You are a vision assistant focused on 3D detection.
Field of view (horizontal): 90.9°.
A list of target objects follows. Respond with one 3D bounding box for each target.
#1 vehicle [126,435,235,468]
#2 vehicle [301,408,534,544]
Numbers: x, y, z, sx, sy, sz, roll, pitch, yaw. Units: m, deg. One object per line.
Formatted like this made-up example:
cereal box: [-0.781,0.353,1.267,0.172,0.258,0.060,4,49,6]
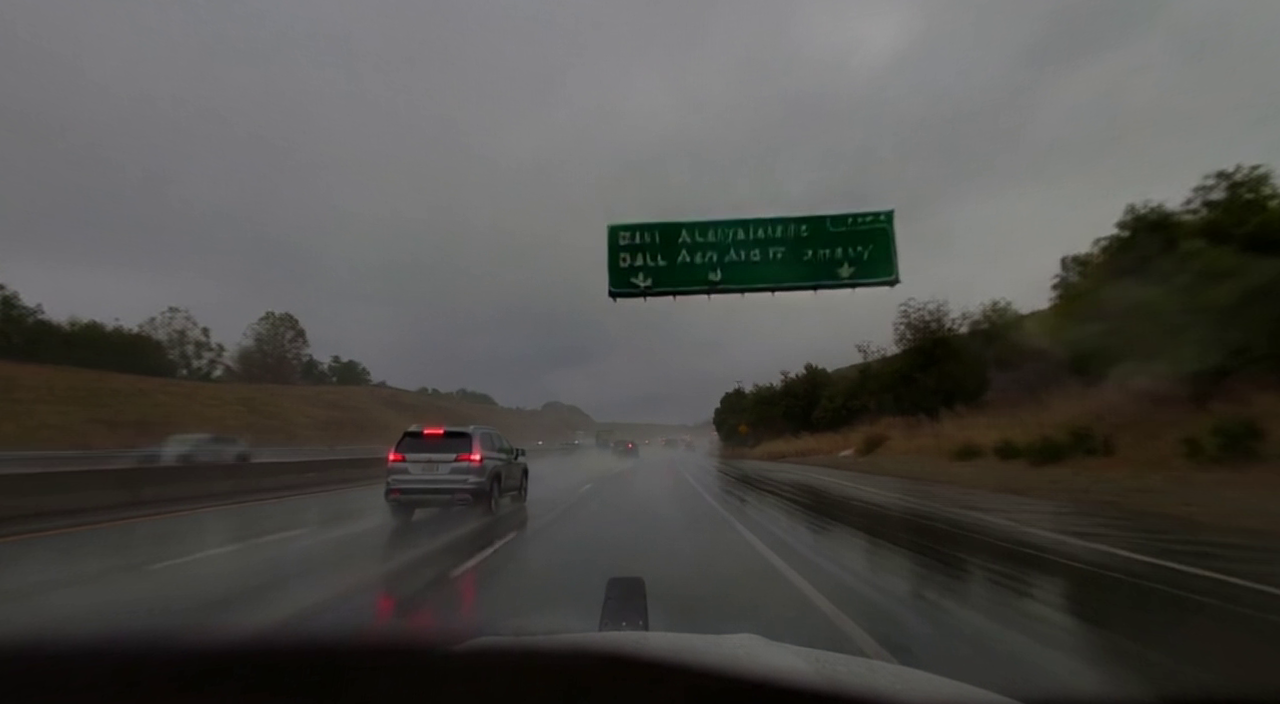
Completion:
vehicle: [-24.309,5.307,33.686,1.997,1.589,4.951,0,-9,1]
vehicle: [-3.492,2.082,11.182,2.218,1.848,4.789,0,-9,2]
